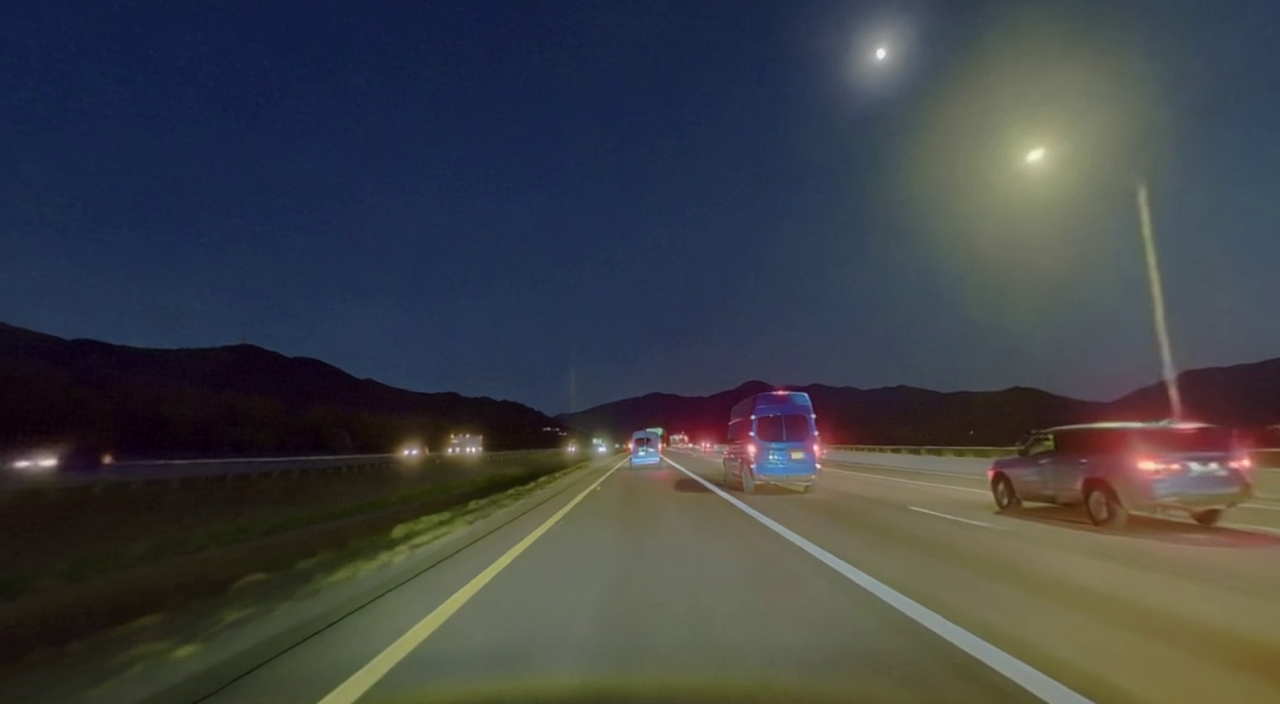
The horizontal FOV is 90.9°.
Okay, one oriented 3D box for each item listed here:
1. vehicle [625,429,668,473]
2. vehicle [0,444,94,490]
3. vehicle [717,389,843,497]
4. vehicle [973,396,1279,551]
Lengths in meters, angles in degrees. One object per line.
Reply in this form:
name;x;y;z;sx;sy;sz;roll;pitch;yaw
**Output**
vehicle;0.353;5.200;33.288;2.131;2.122;4.473;0;-8;1
vehicle;-24.717;4.494;24.881;2.012;1.697;4.756;0;-8;1
vehicle;3.860;2.710;18.826;2.302;2.670;6.176;0;-8;0
vehicle;7.935;1.870;10.357;2.240;1.925;4.854;0;-8;0
